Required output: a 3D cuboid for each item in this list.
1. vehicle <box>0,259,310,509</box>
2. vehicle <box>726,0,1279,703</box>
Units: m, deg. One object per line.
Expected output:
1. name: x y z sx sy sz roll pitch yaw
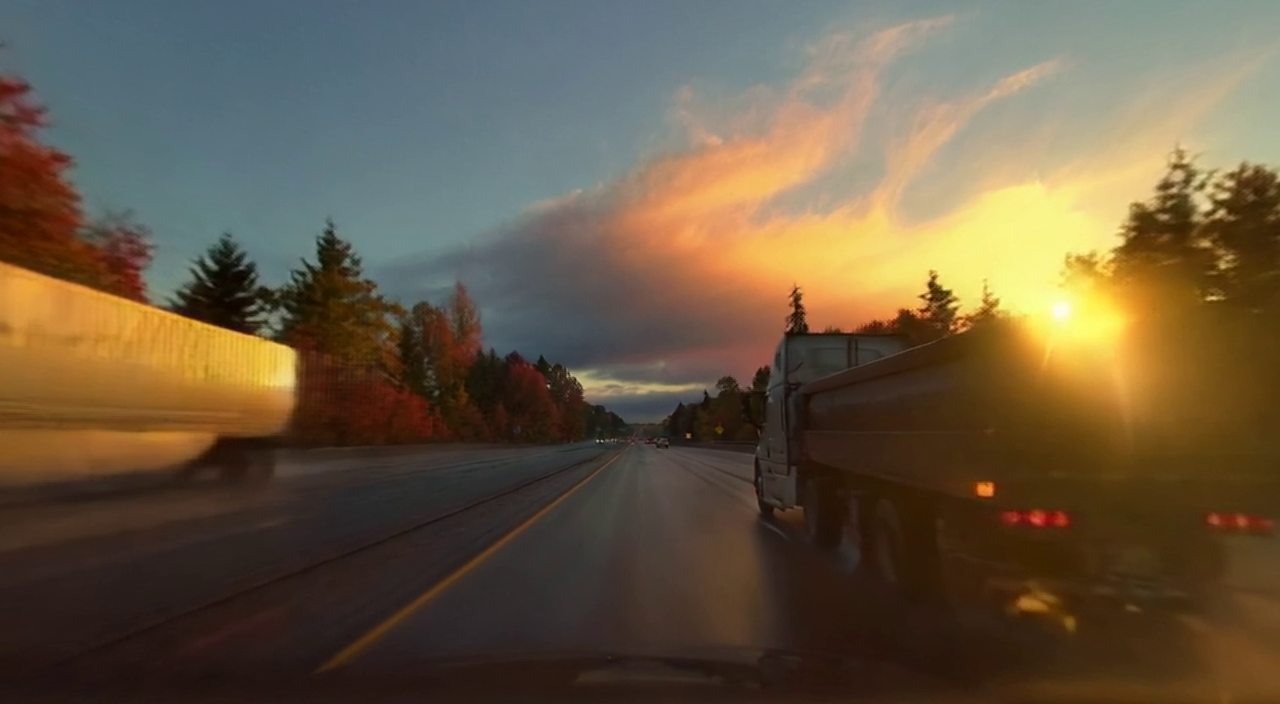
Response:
1. vehicle: -11.726 0.874 12.609 2.874 3.991 13.320 0 -8 0
2. vehicle: 3.771 0.213 7.349 3.691 4.331 13.909 0 -8 0
